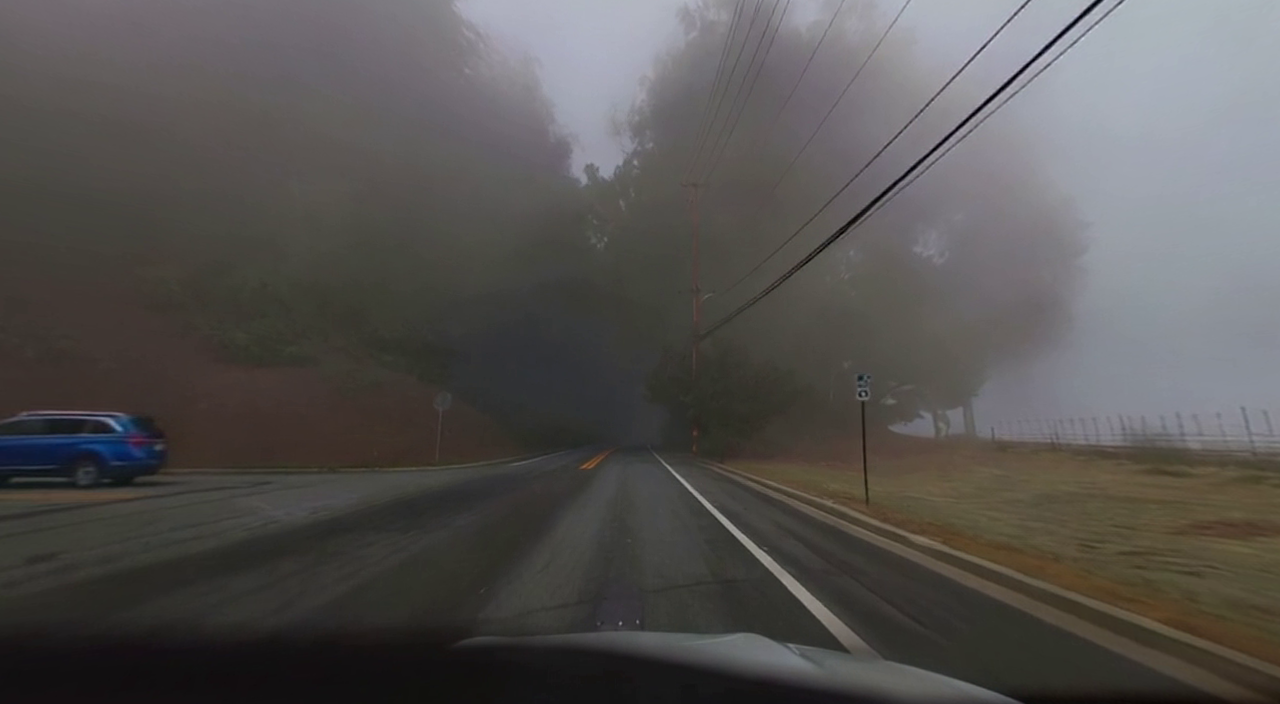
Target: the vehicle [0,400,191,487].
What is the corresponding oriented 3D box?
[{"bbox_3d":[-14.620,2.284,15.762,5.020,1.973,2.348,3,-9,-21],"label":"vehicle"}]
